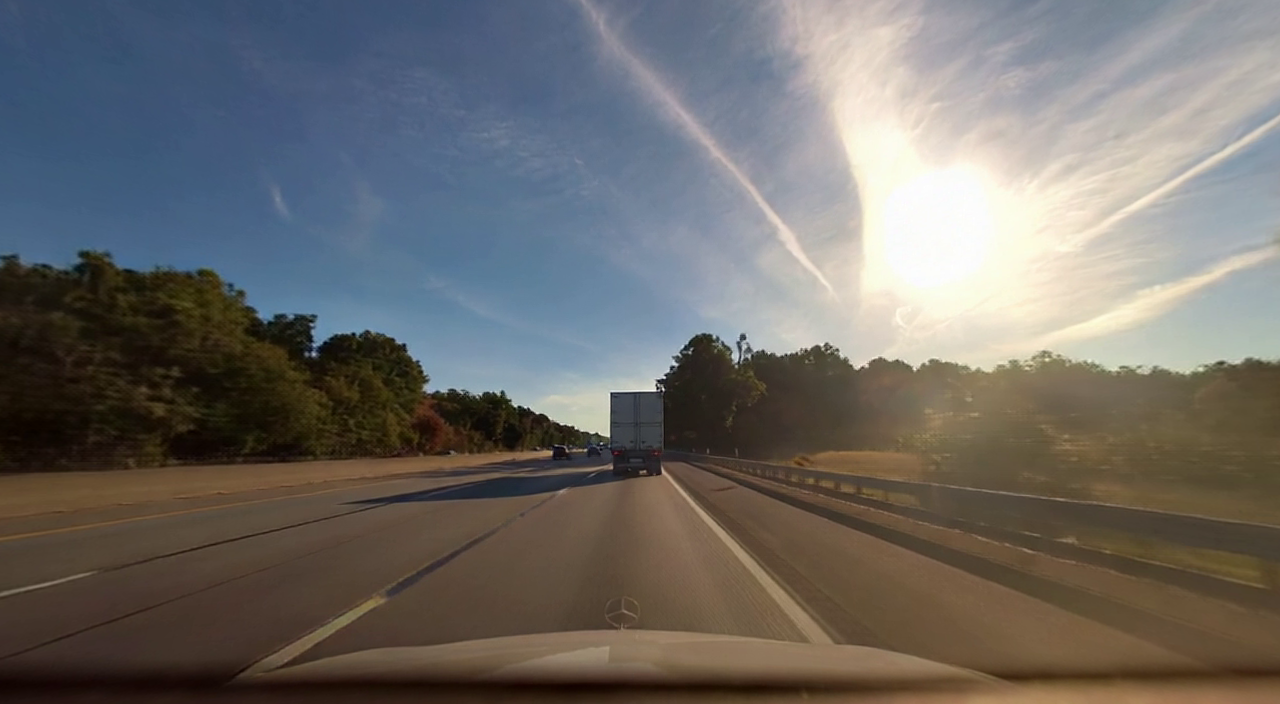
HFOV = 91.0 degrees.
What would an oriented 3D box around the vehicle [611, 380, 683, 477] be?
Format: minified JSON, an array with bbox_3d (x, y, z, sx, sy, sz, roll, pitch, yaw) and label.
[{"bbox_3d":[0.171,4.107,32.769,3.052,4.132,11.336,0,-9,-1],"label":"vehicle"}]
